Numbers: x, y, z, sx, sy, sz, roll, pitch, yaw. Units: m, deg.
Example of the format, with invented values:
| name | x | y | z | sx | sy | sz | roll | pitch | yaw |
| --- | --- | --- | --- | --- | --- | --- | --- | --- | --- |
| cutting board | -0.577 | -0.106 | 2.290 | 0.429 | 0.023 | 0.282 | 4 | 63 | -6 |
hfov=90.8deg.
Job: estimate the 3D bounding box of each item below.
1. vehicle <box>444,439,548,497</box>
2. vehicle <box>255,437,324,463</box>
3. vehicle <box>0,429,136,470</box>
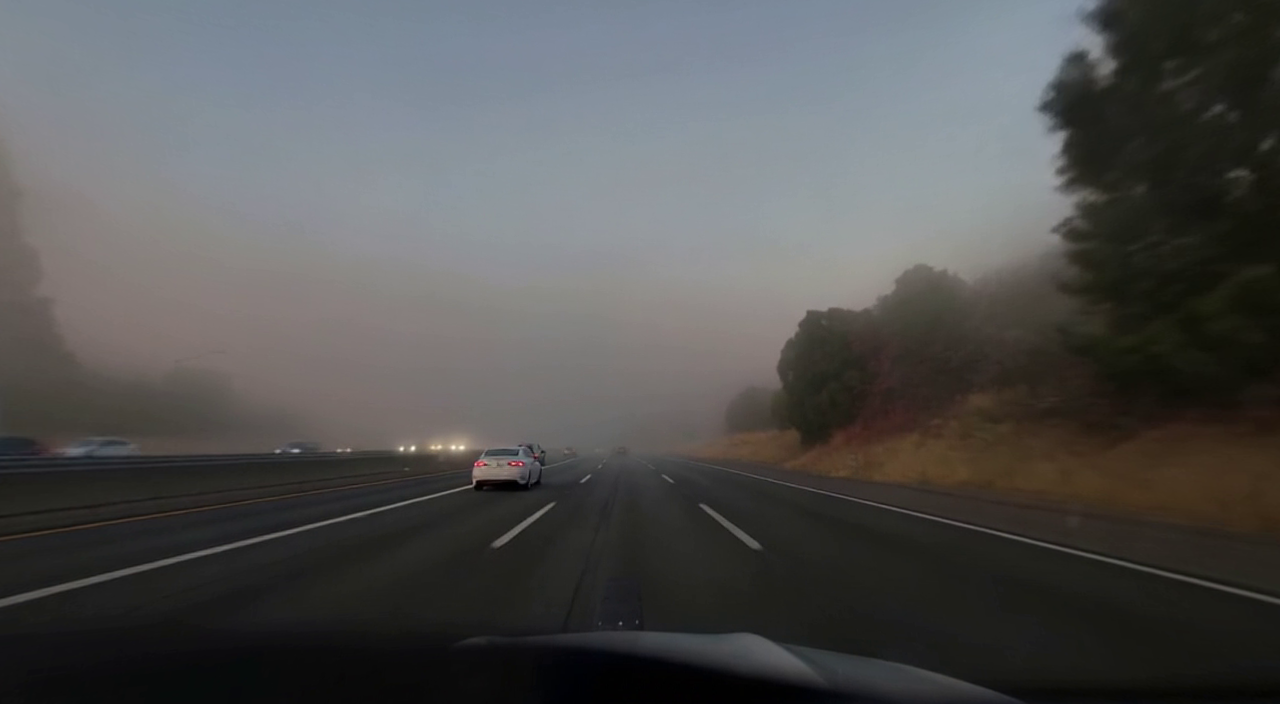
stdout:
| name | x | y | z | sx | sy | sz | roll | pitch | yaw |
| --- | --- | --- | --- | --- | --- | --- | --- | --- | --- |
| vehicle | -4.170 | 3.453 | 19.168 | 2.073 | 1.516 | 4.478 | 0 | -9 | 0 |
| vehicle | -25.820 | 7.235 | 46.807 | 2.077 | 1.770 | 5.488 | 0 | -9 | -1 |
| vehicle | -28.944 | 4.931 | 31.961 | 2.204 | 1.872 | 5.773 | 0 | -9 | -1 |
